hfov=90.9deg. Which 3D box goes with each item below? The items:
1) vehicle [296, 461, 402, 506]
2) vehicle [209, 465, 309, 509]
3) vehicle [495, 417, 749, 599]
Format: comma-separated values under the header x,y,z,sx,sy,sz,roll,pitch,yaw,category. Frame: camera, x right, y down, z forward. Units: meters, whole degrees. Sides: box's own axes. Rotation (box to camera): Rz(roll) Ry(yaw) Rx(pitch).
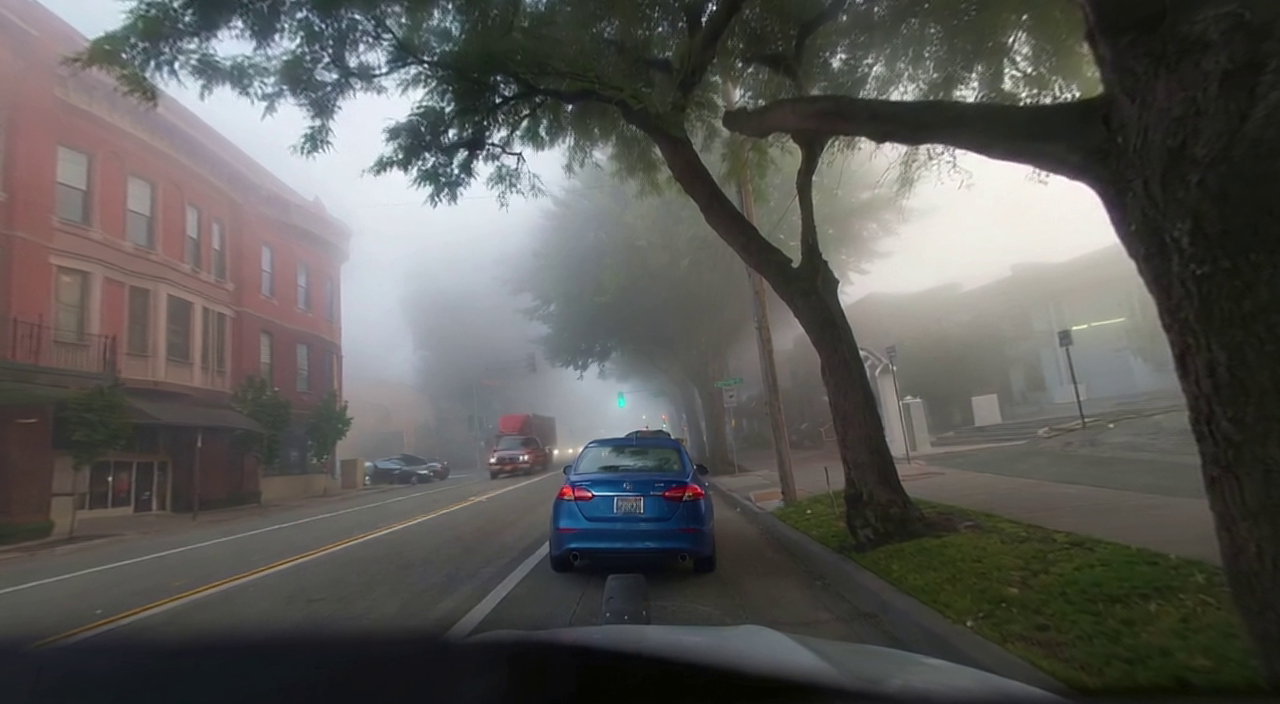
x,y,z,sx,sy,sz,roll,pitch,yaw,category
-11.226,5.077,24.724,2.010,1.483,4.324,0,-8,1,vehicle
-17.441,6.155,28.917,3.516,1.383,1.704,-10,-10,1,vehicle
-0.065,1.577,7.228,2.094,1.478,3.922,-1,-8,3,vehicle
